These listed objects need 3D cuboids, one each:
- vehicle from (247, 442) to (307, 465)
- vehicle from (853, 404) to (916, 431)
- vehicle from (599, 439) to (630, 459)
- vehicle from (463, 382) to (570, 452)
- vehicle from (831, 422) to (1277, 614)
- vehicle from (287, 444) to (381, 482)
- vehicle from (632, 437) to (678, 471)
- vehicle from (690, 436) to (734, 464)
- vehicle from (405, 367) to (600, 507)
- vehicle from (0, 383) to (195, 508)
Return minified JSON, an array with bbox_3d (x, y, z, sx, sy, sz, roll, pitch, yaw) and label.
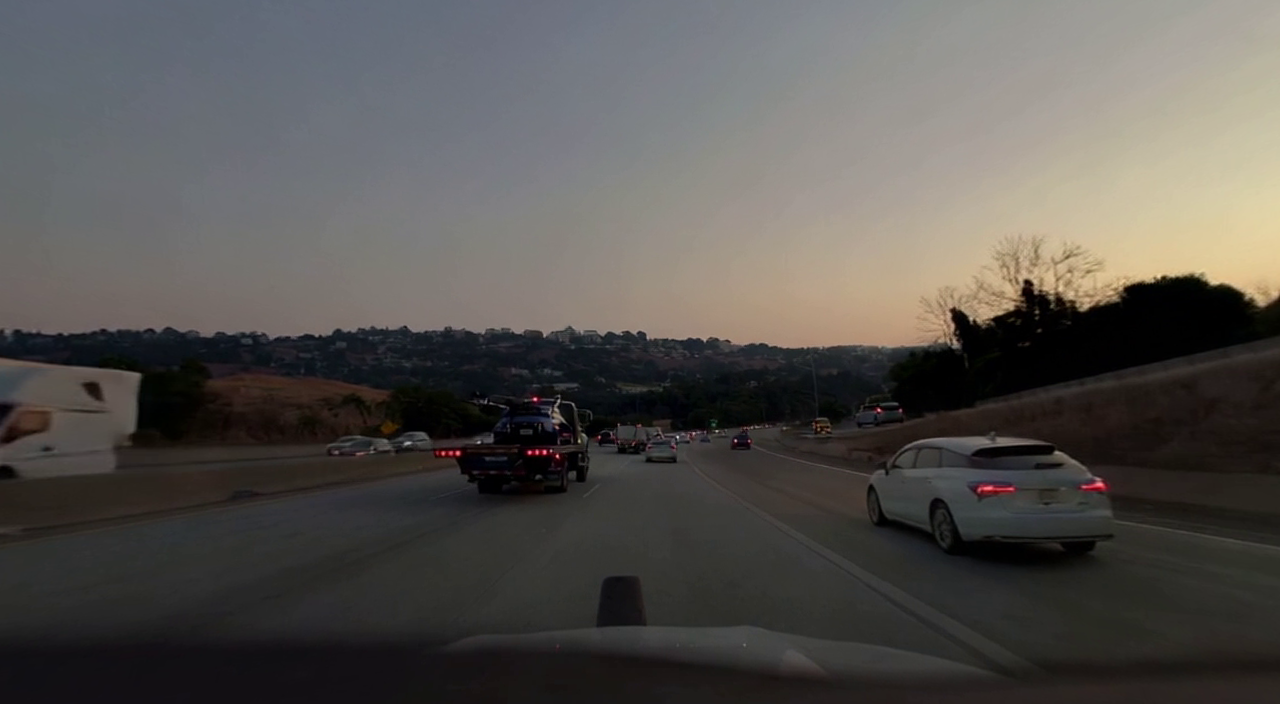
[{"bbox_3d":[-27.035,7.561,47.161,1.825,1.670,4.151,-1,-8,3],"label":"vehicle"},{"bbox_3d":[14.814,4.039,38.500,1.930,1.454,4.126,0,-8,-4],"label":"vehicle"},{"bbox_3d":[-1.880,7.426,48.237,2.016,1.450,4.310,0,-8,2],"label":"vehicle"},{"bbox_3d":[-3.230,1.910,17.532,1.893,1.674,4.766,0,-8,2],"label":"vehicle"},{"bbox_3d":[3.929,1.616,7.156,2.040,1.481,4.260,0,-8,-2],"label":"vehicle"},{"bbox_3d":[-12.594,4.561,26.240,1.877,1.403,3.836,0,-8,2],"label":"vehicle"},{"bbox_3d":[0.694,4.841,30.185,2.079,1.499,3.915,0,-8,1],"label":"vehicle"},{"bbox_3d":[4.281,5.927,38.235,2.075,1.614,4.682,0,-8,-1],"label":"vehicle"},{"bbox_3d":[-3.244,2.529,18.571,3.162,2.955,10.282,0,-8,2],"label":"vehicle"},{"bbox_3d":[-13.435,2.126,14.337,2.548,2.365,5.452,0,-8,1],"label":"vehicle"}]
